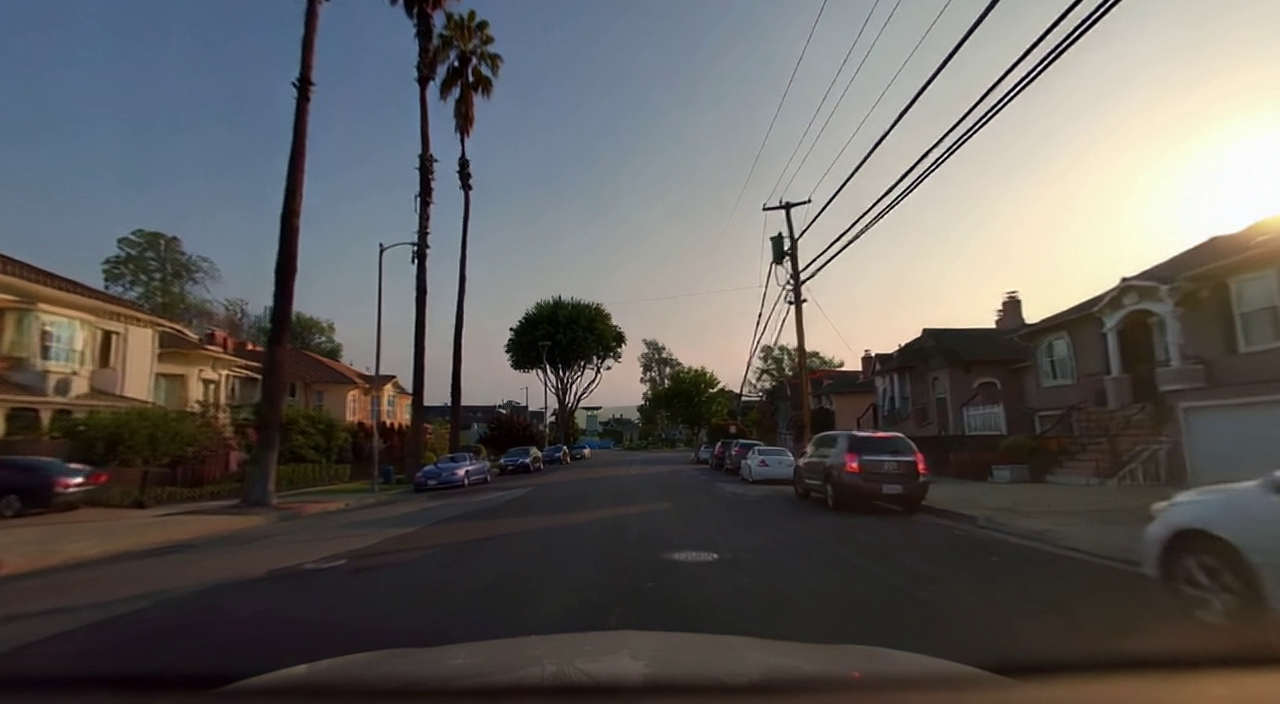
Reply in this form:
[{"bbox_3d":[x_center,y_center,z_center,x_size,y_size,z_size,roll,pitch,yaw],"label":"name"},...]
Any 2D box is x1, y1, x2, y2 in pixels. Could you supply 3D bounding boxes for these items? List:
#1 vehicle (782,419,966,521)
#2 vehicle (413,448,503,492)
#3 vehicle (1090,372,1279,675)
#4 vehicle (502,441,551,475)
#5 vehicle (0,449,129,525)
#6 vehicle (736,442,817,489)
[{"bbox_3d":[4.792,2.495,13.947,2.115,1.826,4.871,0,-8,-1],"label":"vehicle"},{"bbox_3d":[-6.960,4.536,24.714,2.013,1.483,4.645,-1,-8,2],"label":"vehicle"},{"bbox_3d":[4.767,0.873,2.817,1.922,1.761,4.633,0,-8,-2],"label":"vehicle"},{"bbox_3d":[-7.042,6.611,39.716,2.077,1.888,4.551,-2,-8,2],"label":"vehicle"},{"bbox_3d":[-14.138,2.910,13.802,4.305,1.505,1.793,0,-8,0],"label":"vehicle"},{"bbox_3d":[4.881,4.105,23.225,1.795,1.424,4.327,-4,-8,-2],"label":"vehicle"}]
